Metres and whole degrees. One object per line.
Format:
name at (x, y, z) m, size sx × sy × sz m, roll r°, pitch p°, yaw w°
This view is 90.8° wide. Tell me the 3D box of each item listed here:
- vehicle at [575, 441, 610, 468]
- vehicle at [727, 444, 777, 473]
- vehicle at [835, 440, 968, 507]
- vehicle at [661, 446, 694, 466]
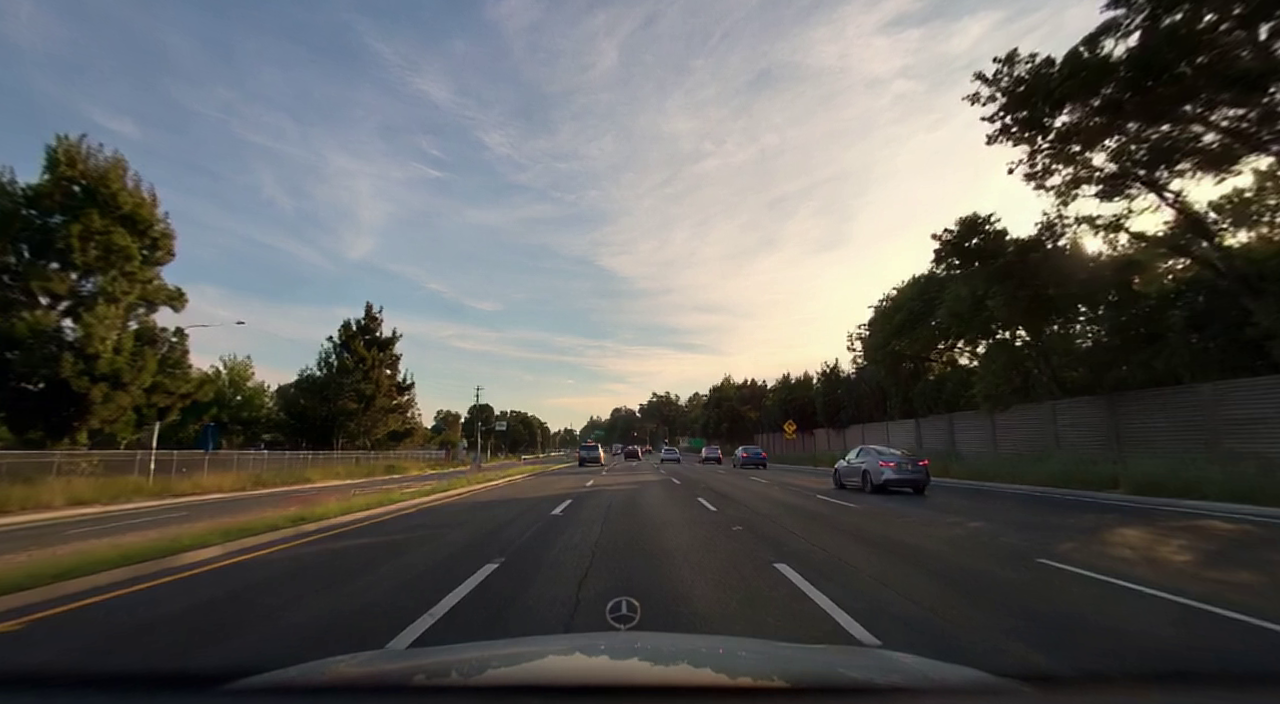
vehicle at (-3.409, 7.507, 46.385) m, size 2.230 × 1.827 × 4.406 m, roll 0°, pitch -8°, yaw 0°
vehicle at (6.436, 6.153, 36.805) m, size 1.987 × 1.597 × 4.463 m, roll 0°, pitch -8°, yaw -2°
vehicle at (6.627, 3.082, 16.468) m, size 1.838 × 1.518 × 3.713 m, roll 0°, pitch -8°, yaw 0°
vehicle at (2.905, 8.156, 49.692) m, size 2.109 × 1.495 × 4.474 m, roll 0°, pitch -8°, yaw -2°
